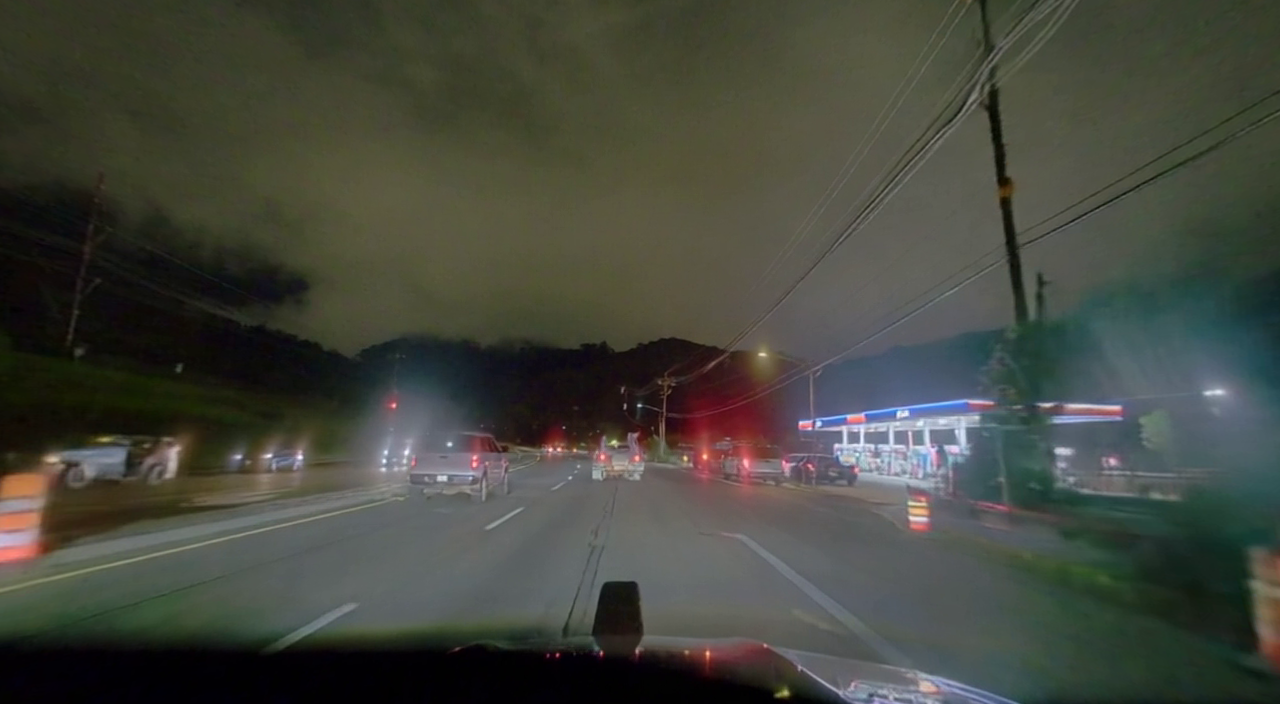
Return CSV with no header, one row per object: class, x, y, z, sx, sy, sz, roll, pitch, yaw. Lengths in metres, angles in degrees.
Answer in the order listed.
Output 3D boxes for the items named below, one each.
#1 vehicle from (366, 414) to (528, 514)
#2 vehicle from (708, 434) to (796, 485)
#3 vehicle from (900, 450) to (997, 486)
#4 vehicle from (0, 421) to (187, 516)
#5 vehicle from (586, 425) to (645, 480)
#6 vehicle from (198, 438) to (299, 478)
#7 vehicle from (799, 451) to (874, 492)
vehicle,-4.423,2.706,15.750,2.345,2.012,5.693,0,-9,-1
vehicle,5.240,5.188,30.943,2.706,2.199,6.527,1,-9,-4
vehicle,16.680,6.264,34.460,1.986,1.771,4.809,2,-9,-15
vehicle,-13.180,2.554,14.249,2.136,1.787,5.145,0,-9,-1
vehicle,-1.213,4.668,29.491,2.486,2.280,5.291,0,-9,-3
vehicle,-17.873,4.851,29.116,1.972,1.677,4.443,0,-9,-4
vehicle,8.705,5.314,28.408,1.933,1.480,4.249,2,-7,-2
